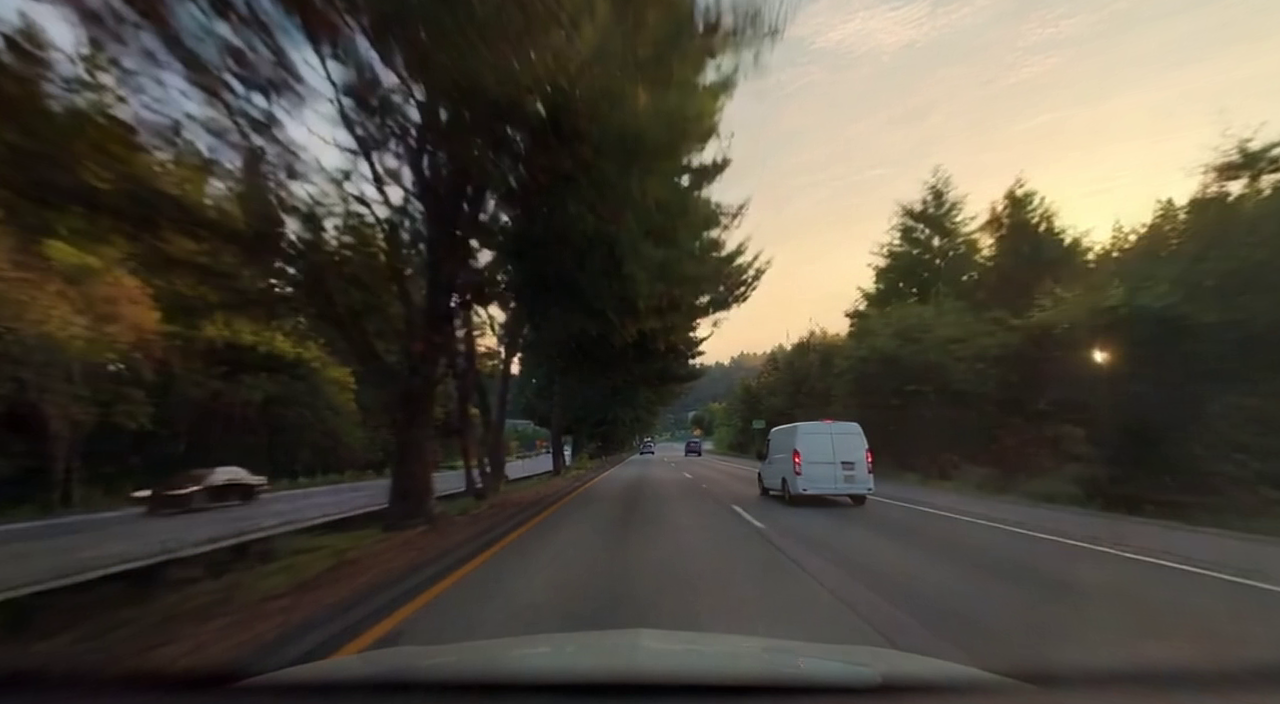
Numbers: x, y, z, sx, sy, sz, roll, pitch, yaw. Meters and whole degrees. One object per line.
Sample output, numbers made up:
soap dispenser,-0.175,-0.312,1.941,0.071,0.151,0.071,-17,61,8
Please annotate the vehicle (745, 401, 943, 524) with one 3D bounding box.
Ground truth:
vehicle,3.835,2.225,13.051,2.371,2.045,4.768,0,-9,-1

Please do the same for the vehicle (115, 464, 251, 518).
vehicle,-13.262,4.011,18.528,1.530,1.346,3.220,-1,-9,1
